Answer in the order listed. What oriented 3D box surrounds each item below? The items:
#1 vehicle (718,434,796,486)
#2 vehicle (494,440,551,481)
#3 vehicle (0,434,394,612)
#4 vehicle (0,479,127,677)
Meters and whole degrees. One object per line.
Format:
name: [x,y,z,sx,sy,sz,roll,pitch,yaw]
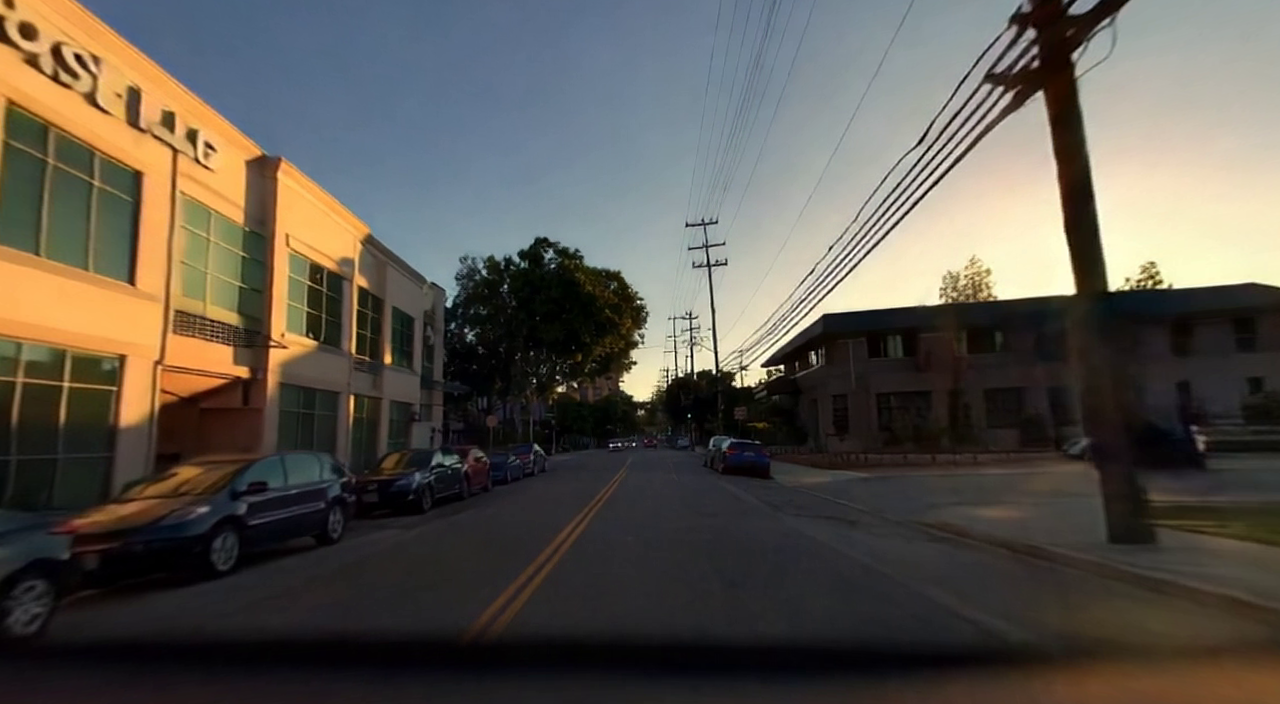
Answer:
vehicle: [3.916,3.706,21.986,1.948,1.607,4.873,0,-8,2]
vehicle: [-5.841,5.453,31.973,2.126,1.864,4.831,0,-8,-2]
vehicle: [-5.846,2.174,9.224,2.286,1.836,5.088,-1,-8,2]
vehicle: [-5.986,1.623,3.751,1.982,1.453,4.577,0,-8,1]
